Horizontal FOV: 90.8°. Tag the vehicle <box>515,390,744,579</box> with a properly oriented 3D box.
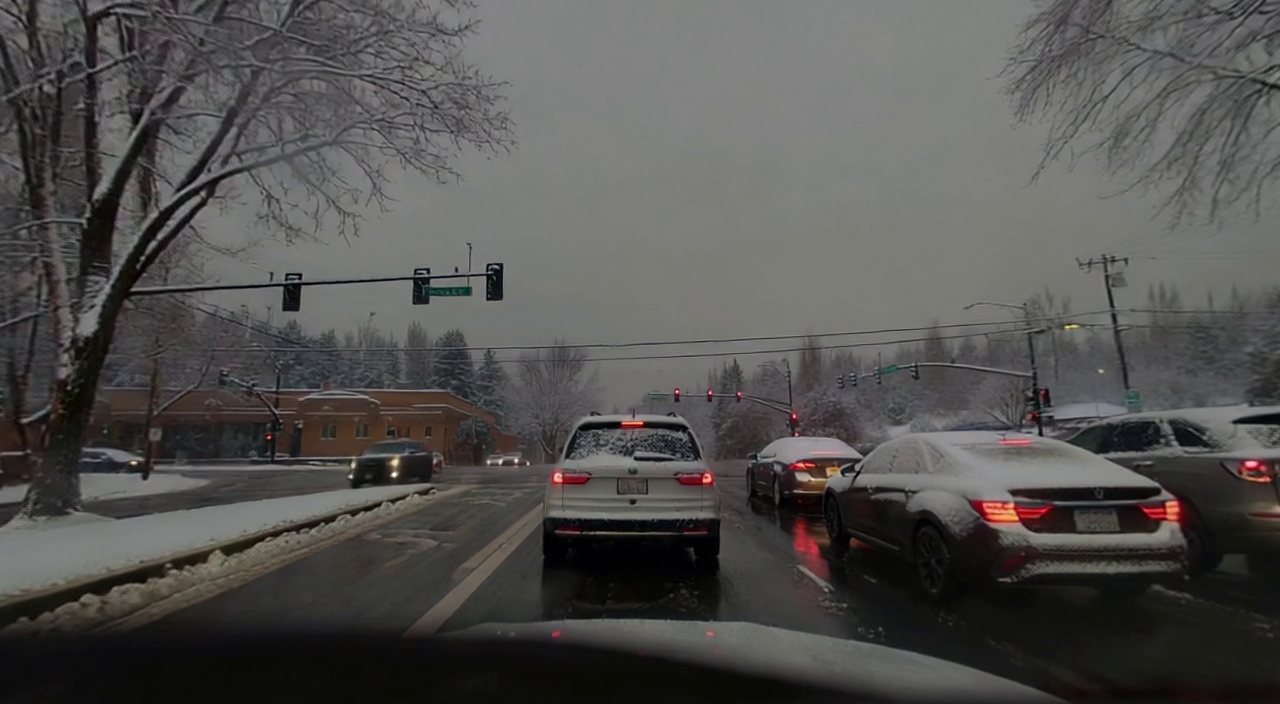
[{"bbox_3d":[-0.213,1.620,8.430,2.236,1.827,4.316,1,-9,-3],"label":"vehicle"}]

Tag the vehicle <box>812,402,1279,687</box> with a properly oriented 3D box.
[{"bbox_3d":[3.367,1.421,5.958,2.034,1.558,4.774,0,-9,-1],"label":"vehicle"}]

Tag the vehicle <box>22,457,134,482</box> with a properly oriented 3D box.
[{"bbox_3d":[-35.089,7.343,39.586,4.845,1.442,1.880,2,-9,-13],"label":"vehicle"}]

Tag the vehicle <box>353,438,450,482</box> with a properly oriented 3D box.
[{"bbox_3d":[-11.071,5.059,29.976,2.204,1.848,6.047,0,-9,1],"label":"vehicle"}]
